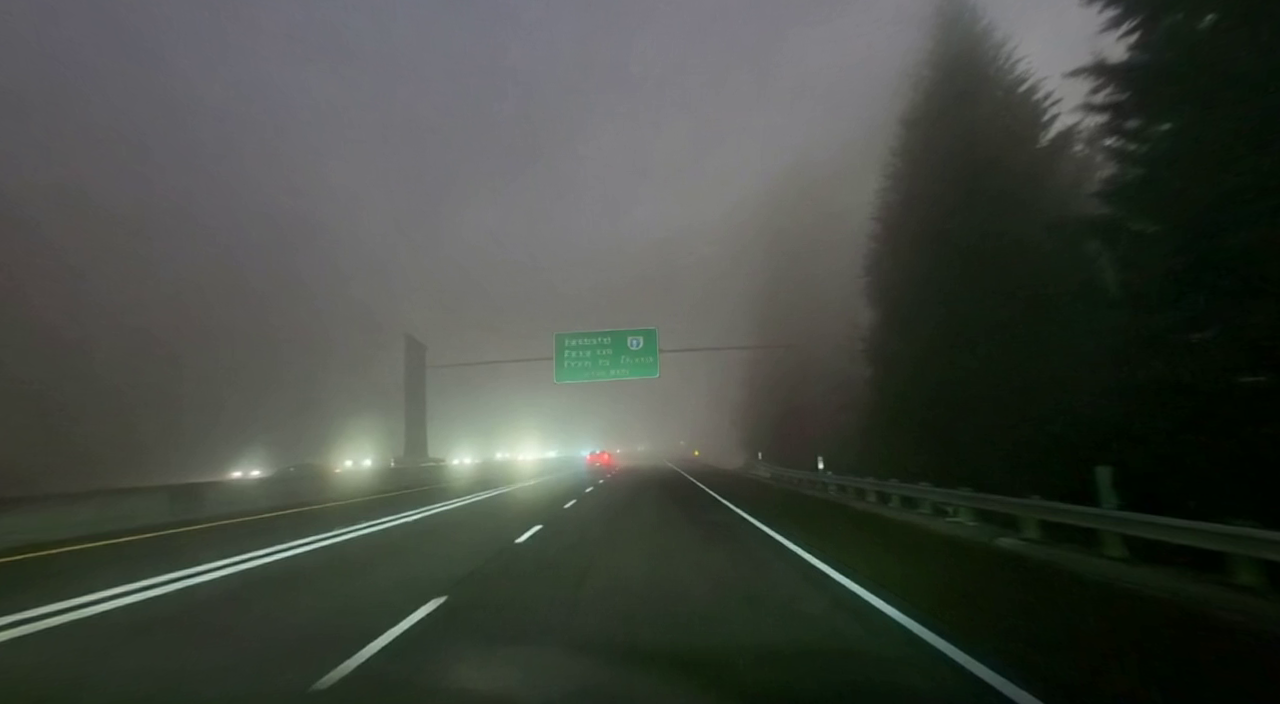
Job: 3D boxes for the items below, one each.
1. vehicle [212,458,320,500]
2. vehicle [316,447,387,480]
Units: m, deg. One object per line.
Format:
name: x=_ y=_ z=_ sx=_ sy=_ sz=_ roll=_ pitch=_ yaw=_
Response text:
vehicle: x=-15.139 y=5.150 z=25.670 sx=1.869 sy=1.484 sz=3.976 roll=0 pitch=-9 yaw=1
vehicle: x=-19.068 y=7.370 z=41.756 sx=2.178 sy=1.980 sz=5.087 roll=0 pitch=-9 yaw=1
